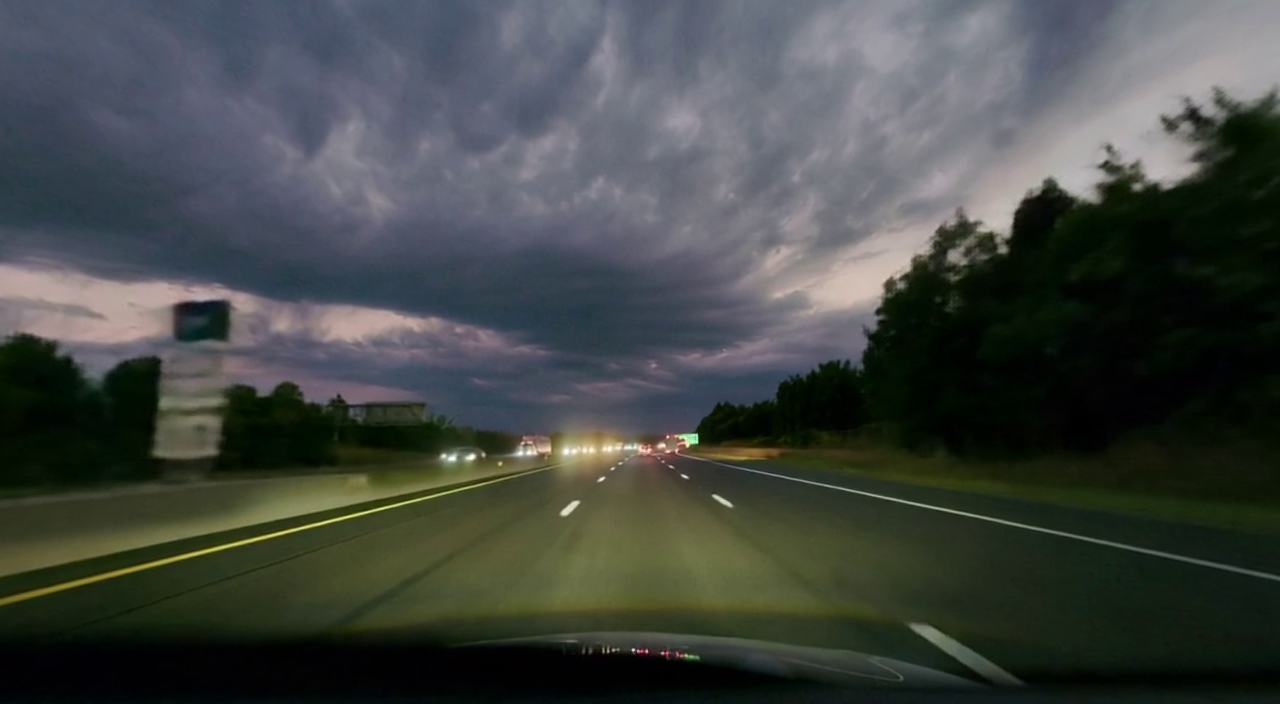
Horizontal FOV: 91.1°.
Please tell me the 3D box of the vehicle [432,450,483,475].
[{"bbox_3d":[-11.778,7.155,40.967,1.958,1.497,4.489,-1,-9,0],"label":"vehicle"}]
